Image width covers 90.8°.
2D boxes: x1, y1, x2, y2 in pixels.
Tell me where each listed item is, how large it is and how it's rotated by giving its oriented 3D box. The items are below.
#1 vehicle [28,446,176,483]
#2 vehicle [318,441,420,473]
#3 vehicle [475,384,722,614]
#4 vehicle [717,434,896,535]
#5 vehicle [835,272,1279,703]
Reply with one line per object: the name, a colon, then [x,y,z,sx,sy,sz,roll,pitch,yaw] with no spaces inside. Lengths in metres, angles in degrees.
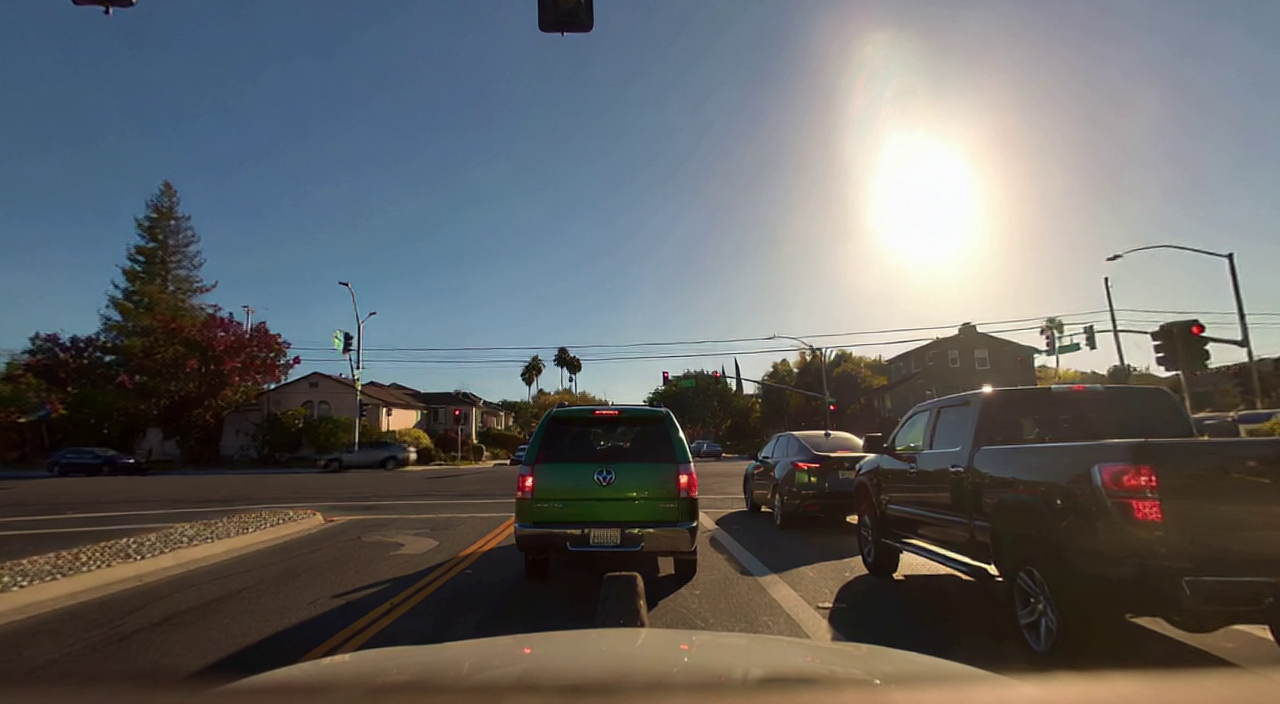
vehicle: [-22.891,4.789,27.053,4.533,1.350,1.714,0,-7,-9]
vehicle: [-13.631,5.313,32.023,4.404,1.534,1.704,1,-8,-9]
vehicle: [-0.279,1.392,6.701,1.915,1.780,3.379,0,-8,2]
vehicle: [2.720,2.266,11.532,1.952,1.465,4.421,0,-8,-2]
vehicle: [2.976,0.943,3.847,1.886,1.849,5.070,0,-8,-1]
